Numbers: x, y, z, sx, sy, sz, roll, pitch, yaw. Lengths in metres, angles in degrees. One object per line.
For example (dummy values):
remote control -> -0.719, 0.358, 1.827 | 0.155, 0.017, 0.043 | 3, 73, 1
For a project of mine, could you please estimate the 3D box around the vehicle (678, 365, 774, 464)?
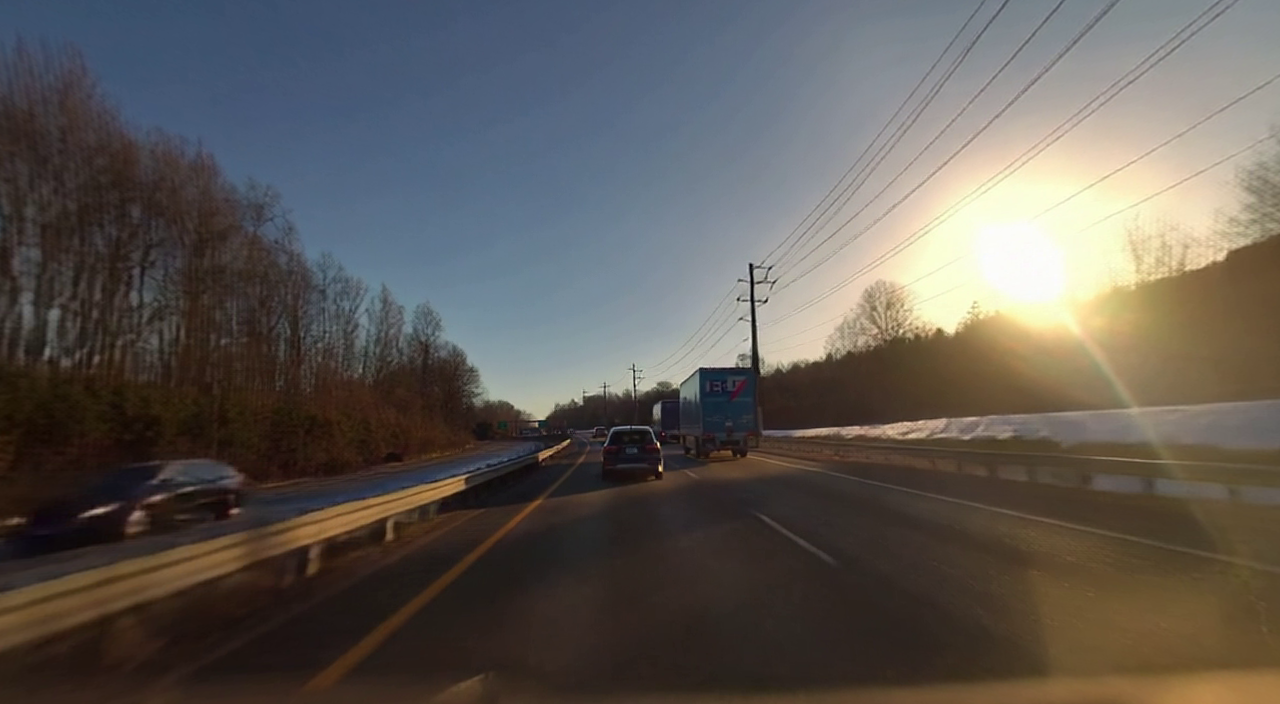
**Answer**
vehicle -> 3.648, 3.035, 29.238 | 2.835, 3.872, 8.916 | 0, -8, -2

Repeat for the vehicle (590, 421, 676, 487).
vehicle -> -0.219, 2.716, 17.105 | 2.062, 1.581, 3.914 | 0, -8, -2
